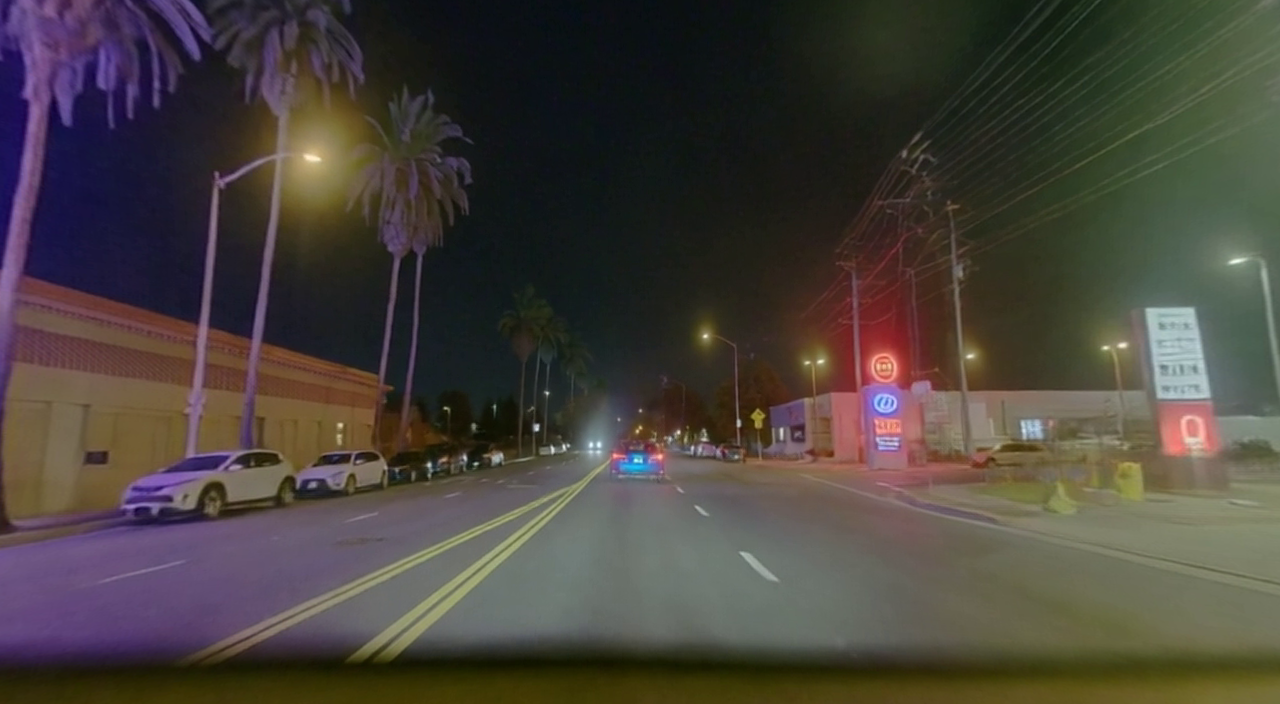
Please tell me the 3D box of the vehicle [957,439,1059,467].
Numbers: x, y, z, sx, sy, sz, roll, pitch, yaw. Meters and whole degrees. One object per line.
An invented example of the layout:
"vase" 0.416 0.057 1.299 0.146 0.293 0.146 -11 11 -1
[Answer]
"vehicle" 20.736 5.711 35.599 4.488 1.470 1.994 0 -9 -2

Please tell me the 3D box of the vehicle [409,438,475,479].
"vehicle" -10.041 5.418 32.285 1.958 1.937 4.114 0 -9 1

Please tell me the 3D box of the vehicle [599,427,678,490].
"vehicle" -0.121 3.439 20.557 2.264 1.798 4.563 0 -9 -2

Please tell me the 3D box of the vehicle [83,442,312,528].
"vehicle" -10.124 3.026 15.027 2.075 1.693 4.696 0 -9 -1

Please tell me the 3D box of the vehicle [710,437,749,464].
"vehicle" 6.041 6.700 42.884 2.005 1.775 4.324 0 -9 0

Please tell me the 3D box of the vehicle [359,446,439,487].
"vehicle" -10.075 4.795 26.657 1.812 1.578 4.037 0 -9 0

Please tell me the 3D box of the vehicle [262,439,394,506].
"vehicle" -10.161 3.894 21.041 1.992 1.744 4.896 -1 -6 -1
